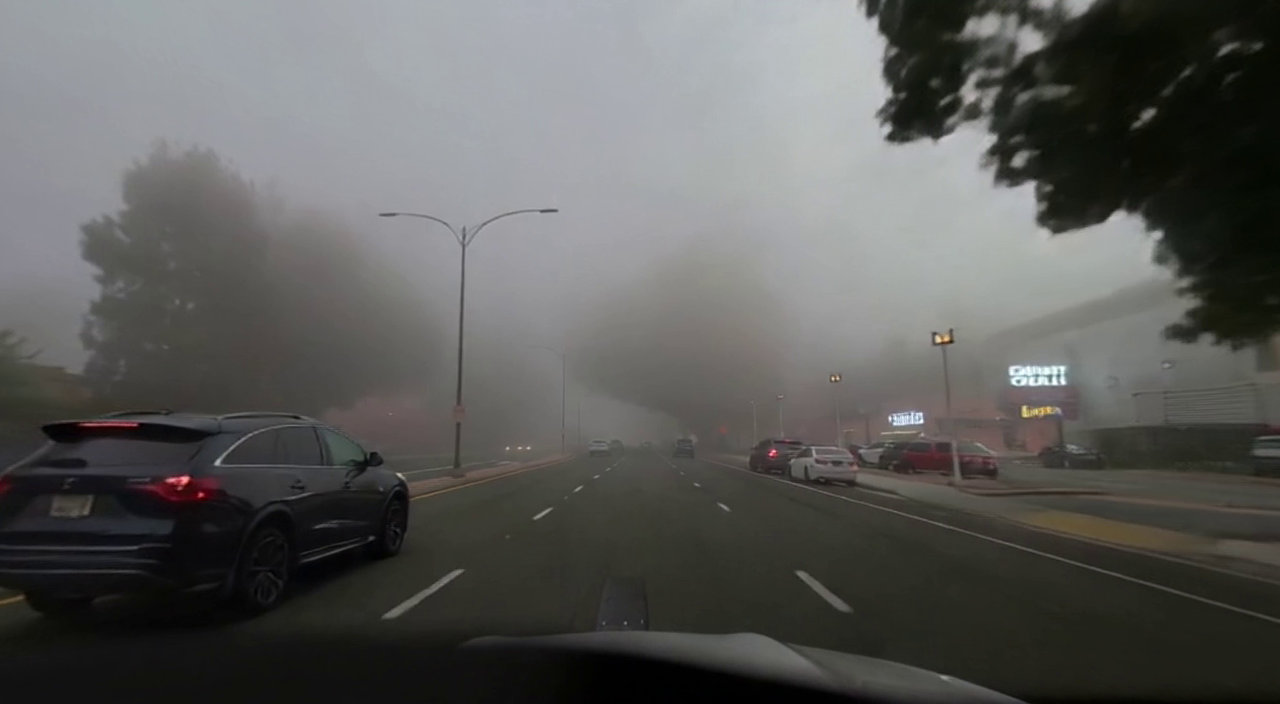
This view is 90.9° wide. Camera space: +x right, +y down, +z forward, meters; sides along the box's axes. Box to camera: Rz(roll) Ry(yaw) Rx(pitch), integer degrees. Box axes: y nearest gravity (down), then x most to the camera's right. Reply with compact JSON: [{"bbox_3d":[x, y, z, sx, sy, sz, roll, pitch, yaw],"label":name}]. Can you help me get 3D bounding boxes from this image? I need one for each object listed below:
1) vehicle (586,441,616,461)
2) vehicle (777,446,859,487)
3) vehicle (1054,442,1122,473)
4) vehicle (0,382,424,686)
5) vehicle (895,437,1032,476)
[{"bbox_3d":[-2.939,7.598,48.290,2.005,1.446,4.265,0,-8,1],"label":"vehicle"},{"bbox_3d":[6.688,4.326,24.225,1.888,1.425,4.547,0,-8,1],"label":"vehicle"},{"bbox_3d":[26.314,6.149,36.926,4.673,1.696,1.922,7,-11,-39],"label":"vehicle"},{"bbox_3d":[-3.591,1.272,5.459,1.983,1.635,3.957,0,-8,0],"label":"vehicle"},{"bbox_3d":[15.154,4.882,29.755,5.326,1.690,2.007,-8,-11,42],"label":"vehicle"}]
